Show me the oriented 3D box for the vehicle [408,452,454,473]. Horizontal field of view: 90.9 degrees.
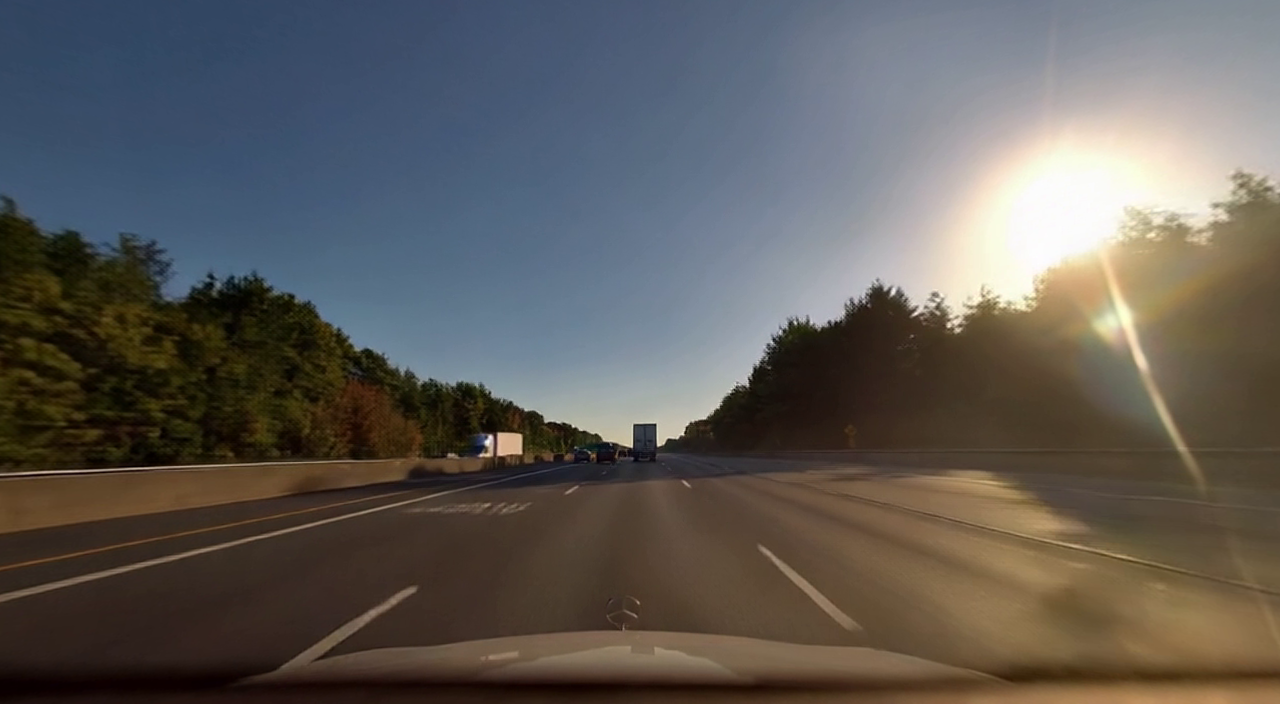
[{"bbox_3d":[-15.907,8.409,48.262,1.845,1.469,4.318,-1,-8,3],"label":"vehicle"}]
